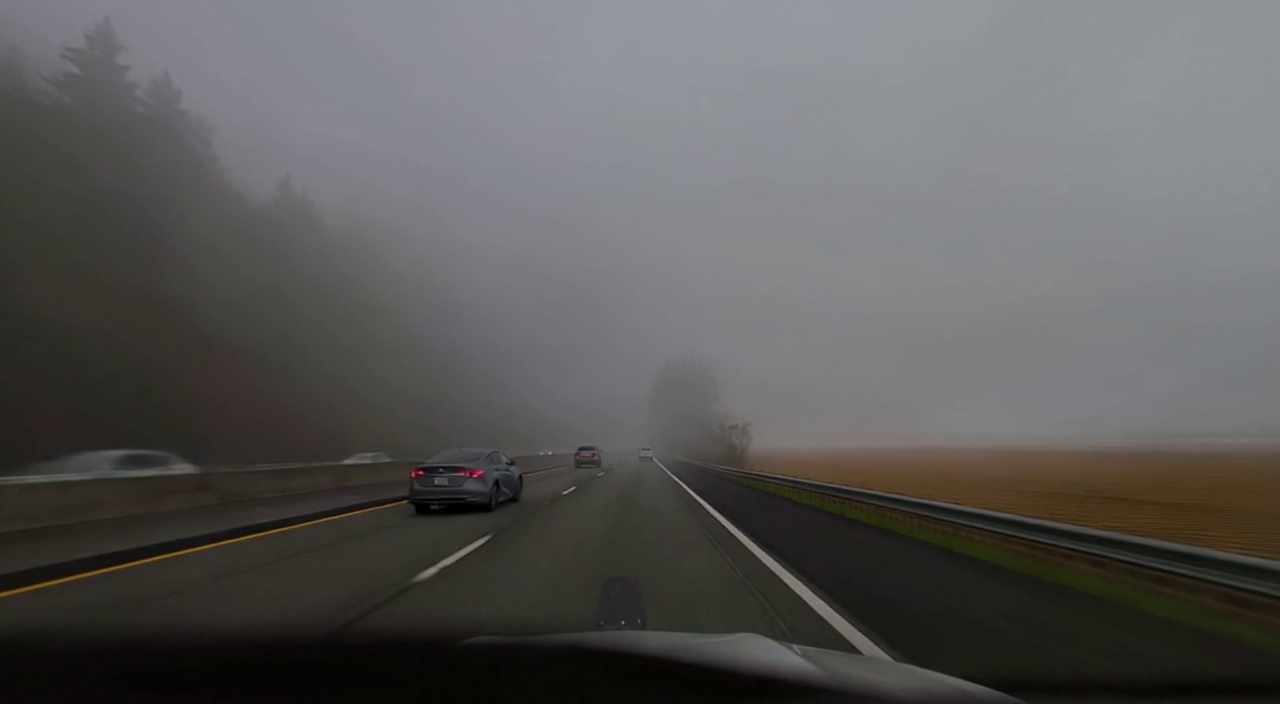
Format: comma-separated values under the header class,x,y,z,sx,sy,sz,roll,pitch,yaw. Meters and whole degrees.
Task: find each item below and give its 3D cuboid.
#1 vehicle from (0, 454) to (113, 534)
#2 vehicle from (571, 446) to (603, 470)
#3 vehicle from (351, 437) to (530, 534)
class,x,y,z,sx,sy,sz,roll,pitch,yaw
vehicle,-12.709,2.679,11.955,1.887,1.427,4.057,0,-9,0
vehicle,-3.969,8.021,47.902,2.095,1.664,4.305,0,-9,0
vehicle,-3.453,2.393,11.851,1.970,1.483,4.097,0,-9,1
